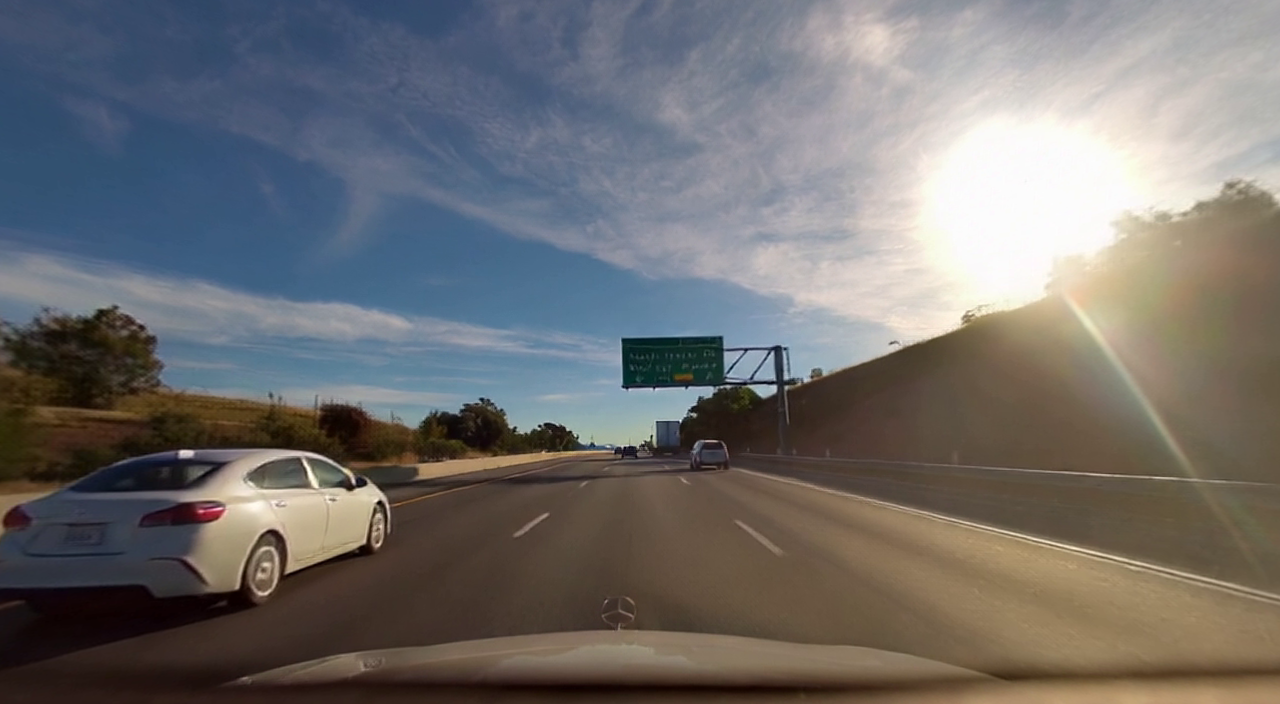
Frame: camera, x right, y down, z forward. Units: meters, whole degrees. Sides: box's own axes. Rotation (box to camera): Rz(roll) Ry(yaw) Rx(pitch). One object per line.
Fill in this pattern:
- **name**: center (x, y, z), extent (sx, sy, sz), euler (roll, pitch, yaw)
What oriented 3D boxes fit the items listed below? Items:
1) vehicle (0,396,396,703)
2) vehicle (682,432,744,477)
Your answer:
- **vehicle**: center (-4.074, 1.379, 5.613), extent (1.903, 1.607, 4.770), euler (0, -8, 0)
- **vehicle**: center (3.040, 4.391, 27.357), extent (2.065, 1.760, 4.488), euler (0, -8, -1)
